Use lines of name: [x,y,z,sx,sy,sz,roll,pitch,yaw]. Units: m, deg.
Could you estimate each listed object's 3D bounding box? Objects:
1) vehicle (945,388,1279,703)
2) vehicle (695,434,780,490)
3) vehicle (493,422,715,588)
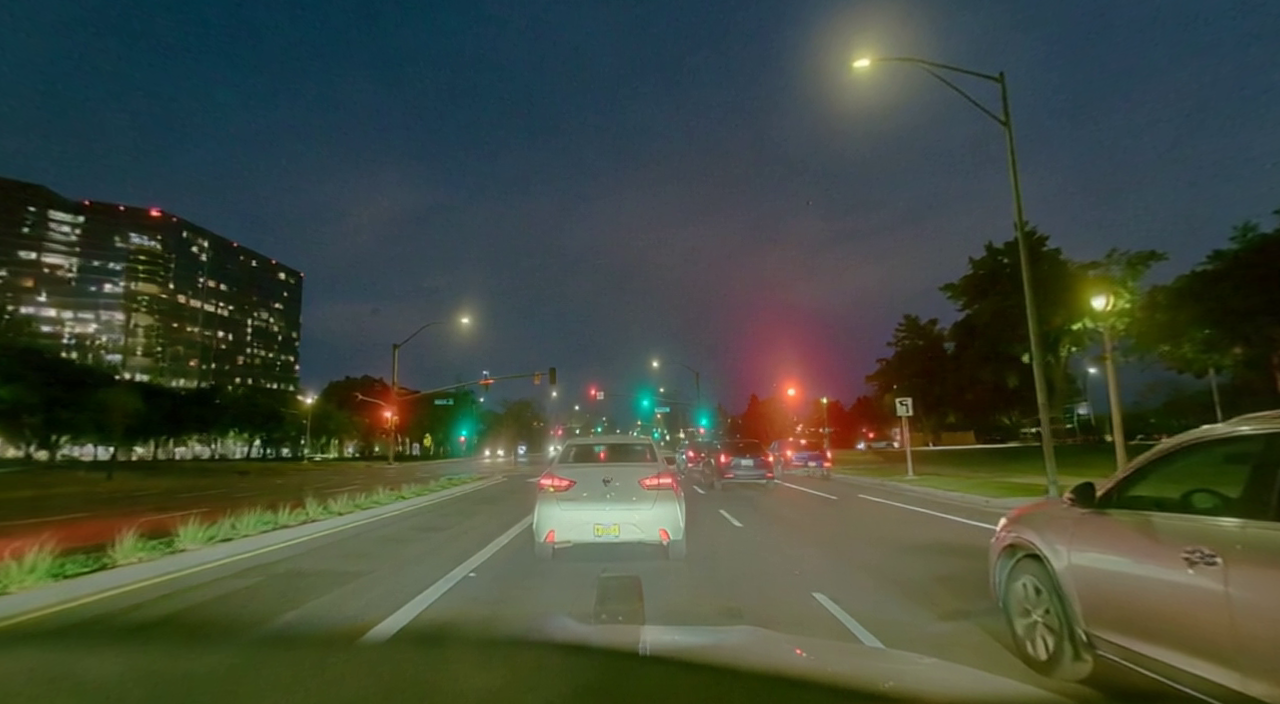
vehicle: [3.152,0.884,2.295,1.910,1.474,4.263,0,-8,-1]
vehicle: [2.929,3.396,19.878,1.874,1.556,4.116,0,-8,-2]
vehicle: [-0.350,1.658,7.576,2.006,1.487,3.535,0,-8,-1]
